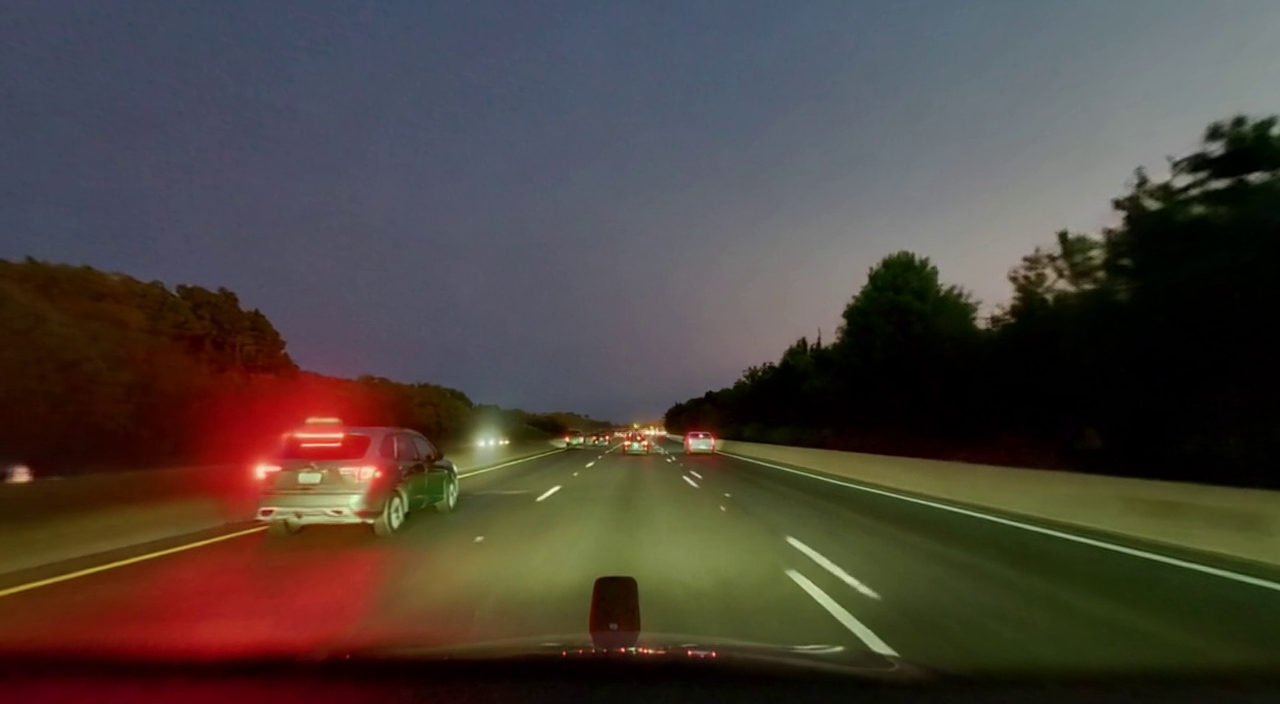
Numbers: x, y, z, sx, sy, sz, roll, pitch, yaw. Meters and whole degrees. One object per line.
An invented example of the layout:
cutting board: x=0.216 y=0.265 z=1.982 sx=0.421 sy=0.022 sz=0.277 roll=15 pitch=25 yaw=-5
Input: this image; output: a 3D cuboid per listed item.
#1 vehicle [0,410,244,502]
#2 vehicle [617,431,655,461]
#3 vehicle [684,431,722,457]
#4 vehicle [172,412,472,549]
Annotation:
vehicle: x=-13.214 y=2.624 z=16.461 sx=2.278 sy=1.972 sz=5.375 roll=0 pitch=-8 yaw=0
vehicle: x=-0.191 y=4.808 z=32.504 sx=1.869 sy=1.466 sz=3.356 roll=0 pitch=-8 yaw=0
vehicle: x=3.775 y=5.605 z=38.505 sx=1.841 sy=1.491 sz=3.869 roll=0 pitch=-8 yaw=-2
vehicle: x=-4.185 y=1.753 z=9.466 sx=2.023 sy=1.512 sz=4.804 roll=0 pitch=-8 yaw=0
